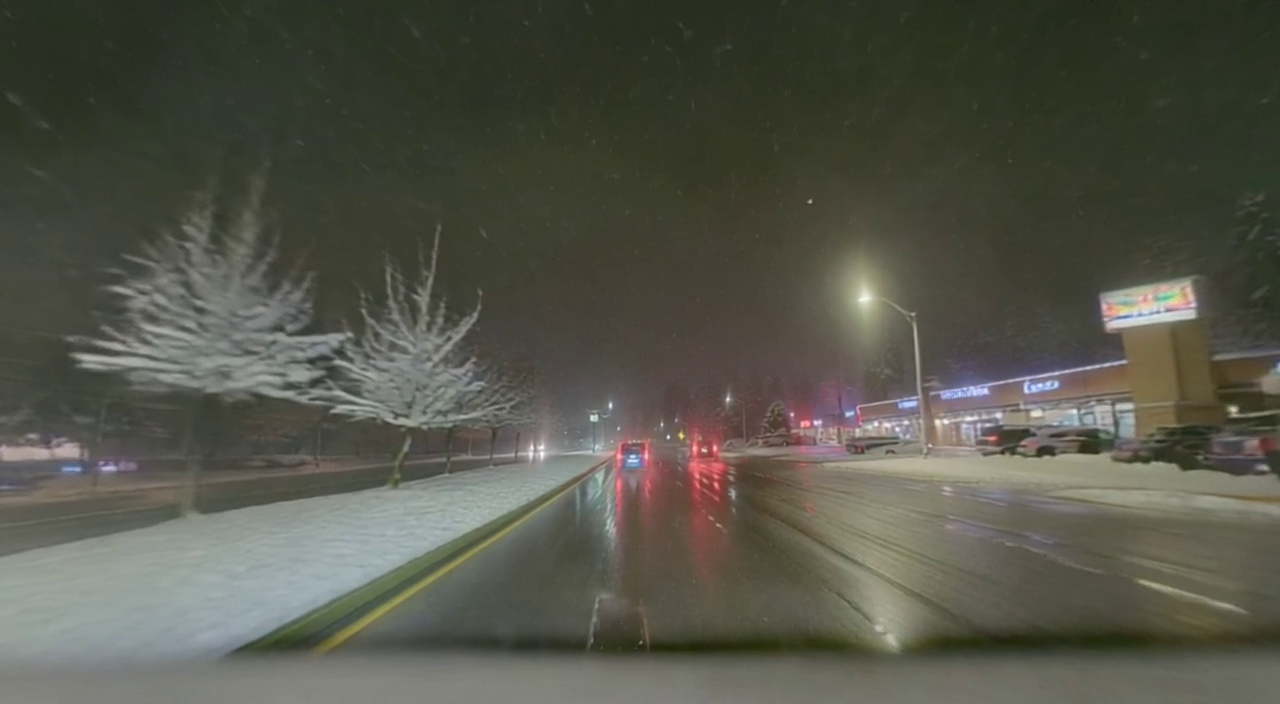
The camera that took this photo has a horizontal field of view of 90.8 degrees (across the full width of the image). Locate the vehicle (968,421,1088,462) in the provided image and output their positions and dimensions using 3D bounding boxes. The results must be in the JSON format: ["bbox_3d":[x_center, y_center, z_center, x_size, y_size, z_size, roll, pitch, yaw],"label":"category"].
[{"bbox_3d":[20.646,4.826,34.090,2.356,2.005,6.308,0,-8,-1],"label":"vehicle"}]

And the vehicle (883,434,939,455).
[{"bbox_3d":[21.134,7.244,49.483,2.136,1.603,4.534,0,-8,-4],"label":"vehicle"}]

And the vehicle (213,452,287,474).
[{"bbox_3d":[-30.396,8.675,49.288,4.486,1.610,2.020,-1,-8,3],"label":"vehicle"}]

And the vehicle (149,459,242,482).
[{"bbox_3d":[-30.668,8.171,43.686,4.820,1.477,2.105,0,-8,-1],"label":"vehicle"}]

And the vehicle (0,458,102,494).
[{"bbox_3d":[-29.842,6.117,31.287,4.360,1.606,1.978,1,-8,-5],"label":"vehicle"}]

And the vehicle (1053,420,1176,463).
[{"bbox_3d":[23.961,4.570,32.263,2.126,1.971,5.619,-1,-9,3],"label":"vehicle"}]

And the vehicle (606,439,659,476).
[{"bbox_3d":[-0.281,4.531,27.467,2.126,1.475,3.967,0,-8,0],"label":"vehicle"}]
